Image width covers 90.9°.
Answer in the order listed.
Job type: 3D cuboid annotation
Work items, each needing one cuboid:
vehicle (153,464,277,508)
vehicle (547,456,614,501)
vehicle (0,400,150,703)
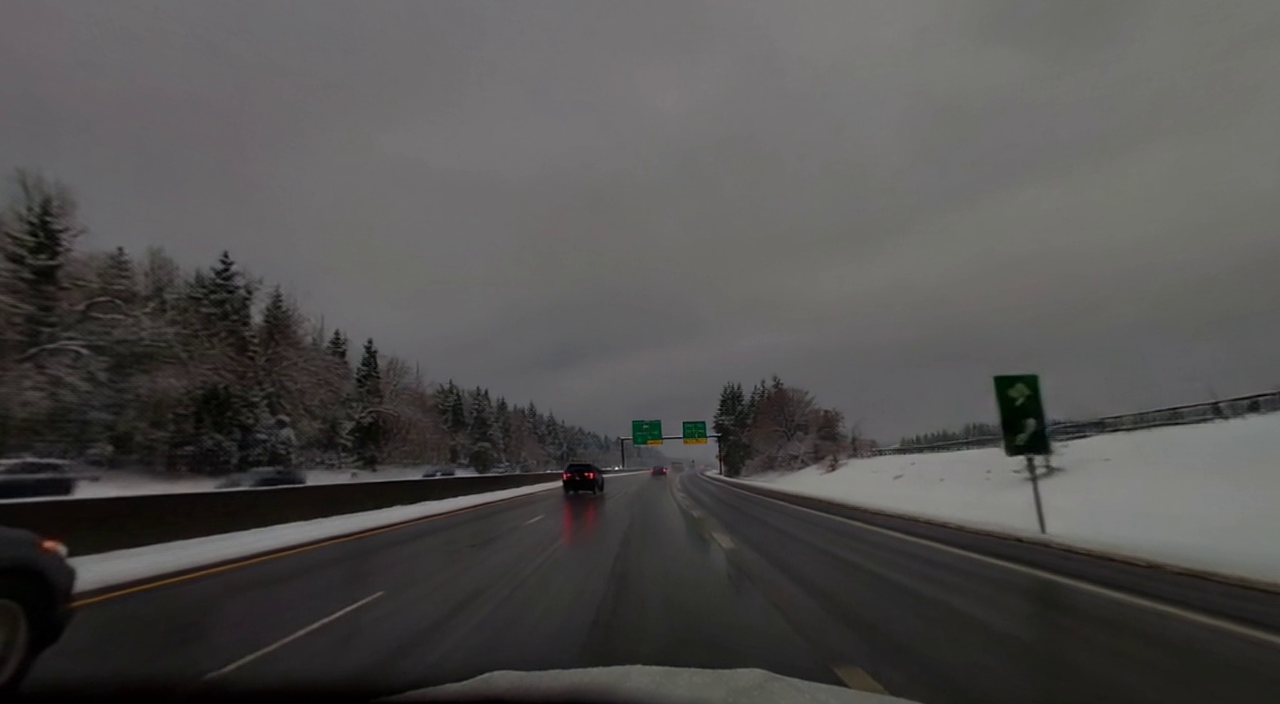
[{"bbox_3d":[-16.826,5.307,25.228,1.883,1.522,4.130,1,-10,3],"label":"vehicle"},{"bbox_3d":[-2.277,5.050,25.264,2.000,1.594,3.996,0,-10,4],"label":"vehicle"},{"bbox_3d":[-4.099,0.714,1.439,2.063,1.556,4.740,1,-10,1],"label":"vehicle"}]
